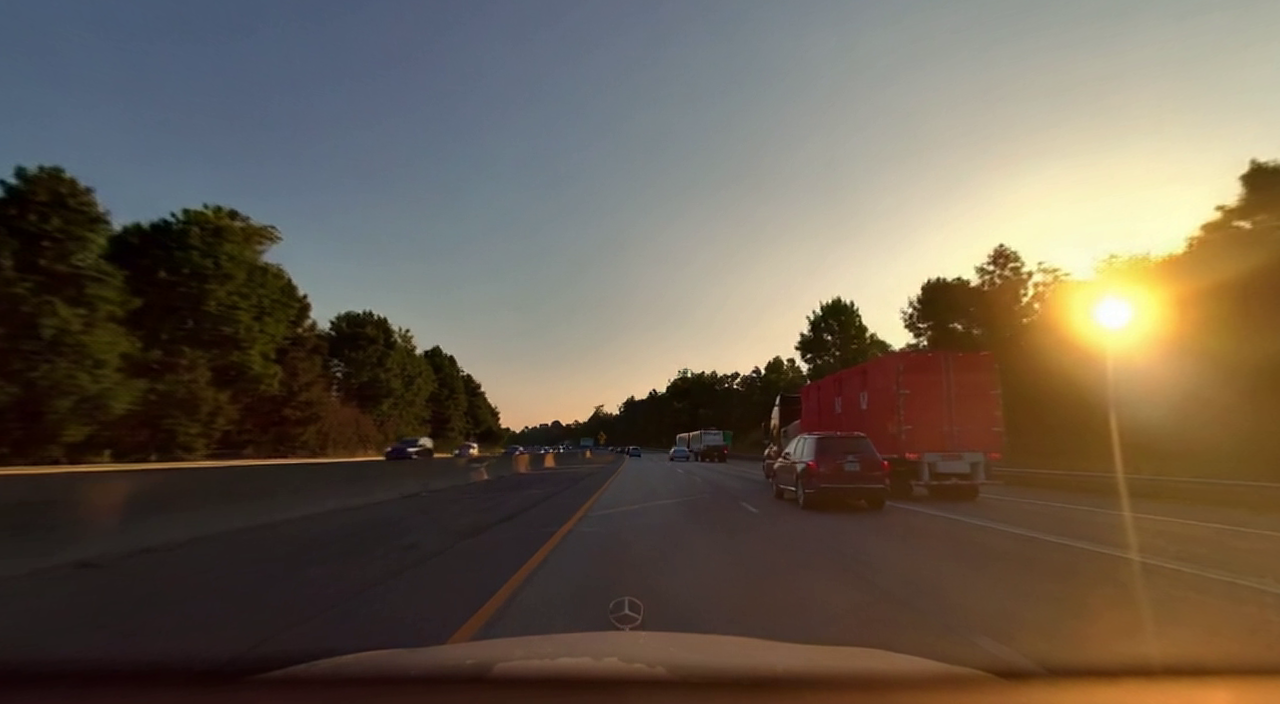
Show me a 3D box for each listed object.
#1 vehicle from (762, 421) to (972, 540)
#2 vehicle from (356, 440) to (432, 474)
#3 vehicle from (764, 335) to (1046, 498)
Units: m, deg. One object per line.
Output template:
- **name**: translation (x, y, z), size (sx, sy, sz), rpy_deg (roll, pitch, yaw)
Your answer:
- **vehicle**: translation (3.604, 2.138, 11.001), size (2.022, 1.658, 4.132), rpy_deg (0, -9, -1)
- **vehicle**: translation (-13.372, 5.730, 34.629), size (2.019, 1.690, 5.126), rpy_deg (0, -9, 1)
- **vehicle**: translation (8.112, 2.852, 23.875), size (3.441, 4.016, 16.812), rpy_deg (0, -9, 0)
